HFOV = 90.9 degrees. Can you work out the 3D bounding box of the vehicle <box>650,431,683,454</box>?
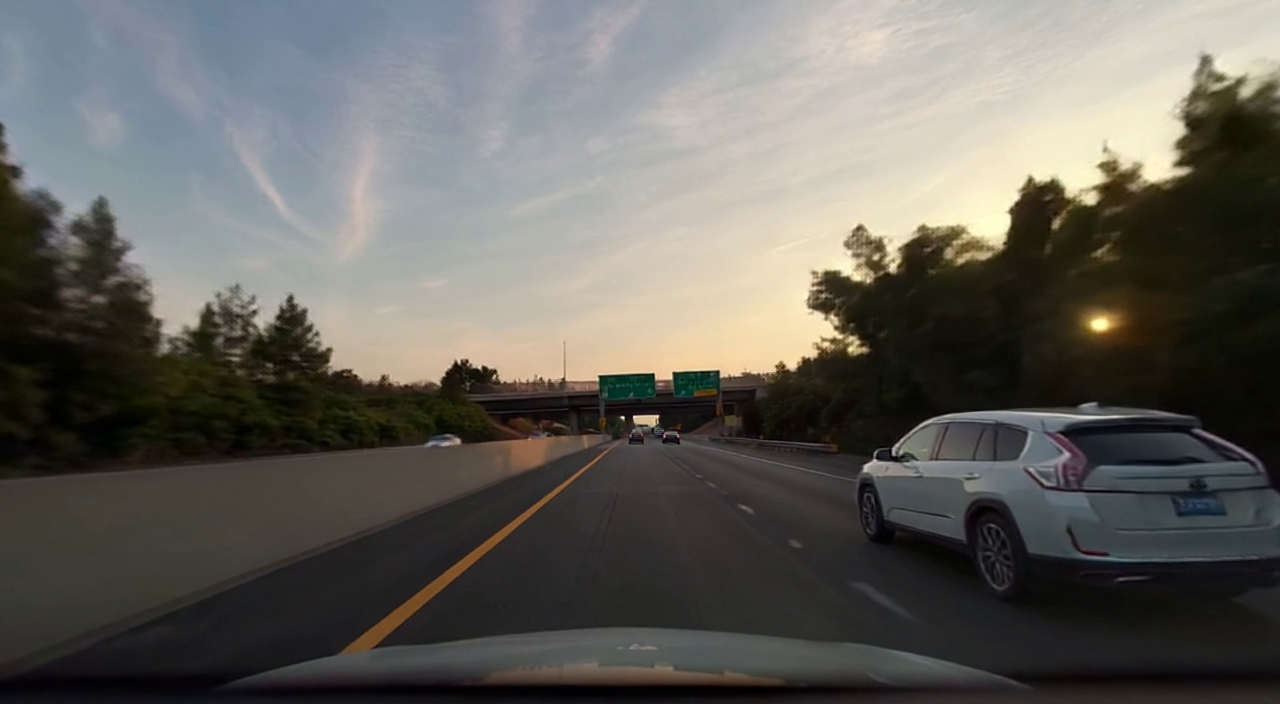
[{"bbox_3d":[1.819,6.284,43.862,1.981,1.490,3.449,0,-8,-3],"label":"vehicle"}]
